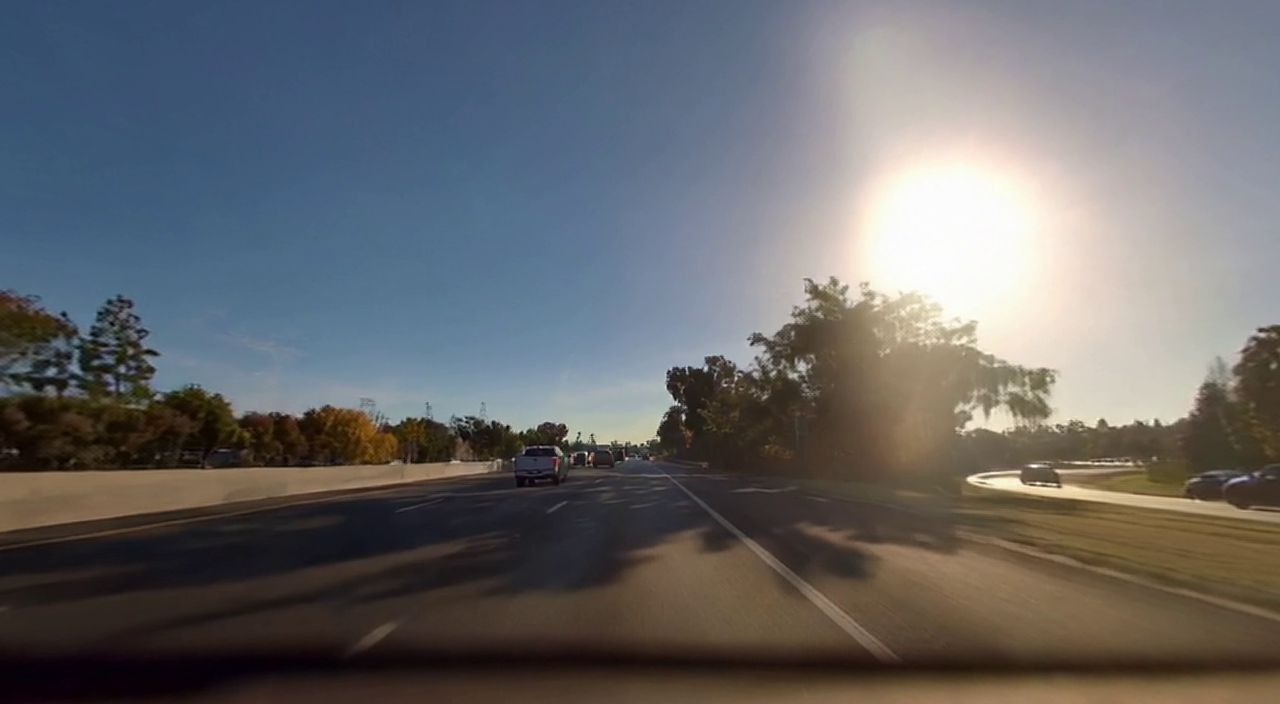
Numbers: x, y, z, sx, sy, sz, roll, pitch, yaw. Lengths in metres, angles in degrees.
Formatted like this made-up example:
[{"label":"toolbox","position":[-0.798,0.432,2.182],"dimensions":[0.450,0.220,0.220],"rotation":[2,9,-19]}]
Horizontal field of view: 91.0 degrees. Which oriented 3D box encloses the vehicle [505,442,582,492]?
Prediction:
[{"label":"vehicle","position":[-3.610,4.412,24.591],"dimensions":[2.162,1.747,4.791],"rotation":[0,-9,1]}]
